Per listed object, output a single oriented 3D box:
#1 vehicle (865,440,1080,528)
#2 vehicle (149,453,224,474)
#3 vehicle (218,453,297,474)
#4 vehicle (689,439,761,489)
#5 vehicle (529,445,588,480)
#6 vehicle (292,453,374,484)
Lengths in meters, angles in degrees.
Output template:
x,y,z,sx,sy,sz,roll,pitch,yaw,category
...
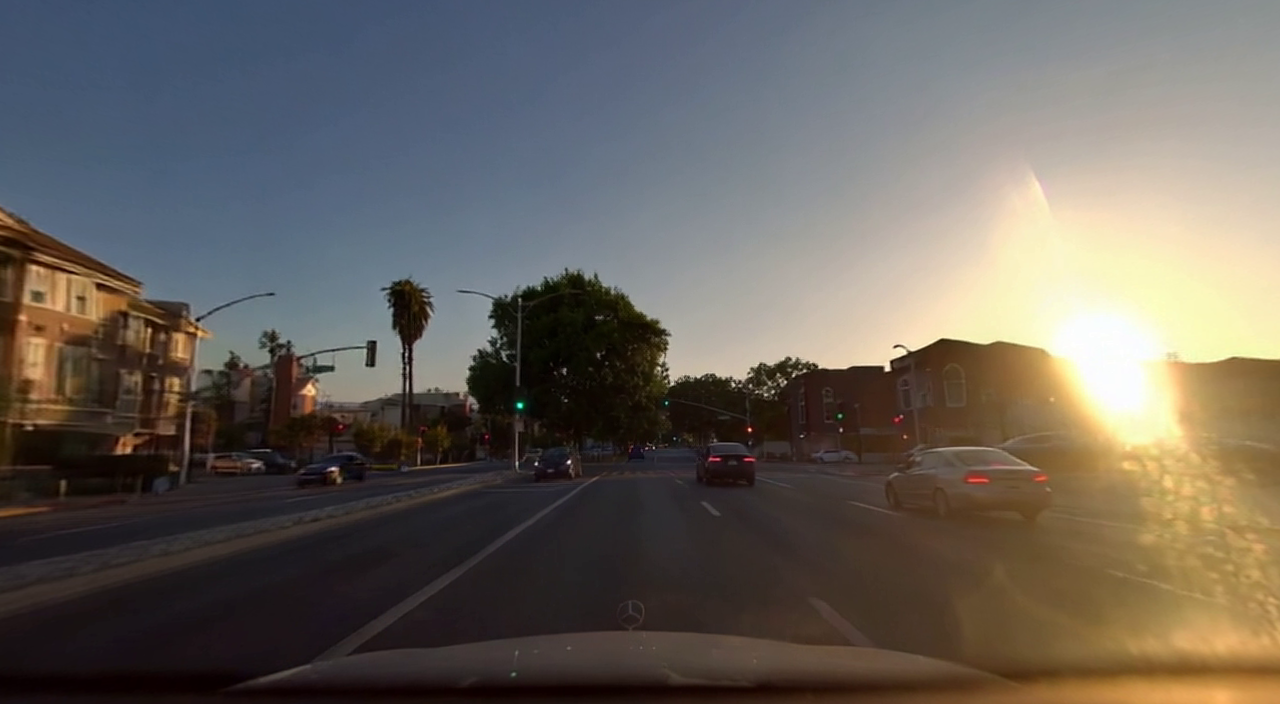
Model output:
x,y,z,sx,sy,sz,roll,pitch,yaw,category
6.482,2.597,13.035,1.890,1.471,4.566,0,-9,-1,vehicle
-34.097,8.376,47.452,4.268,1.476,1.802,0,-9,0,vehicle
-28.650,8.341,47.271,4.579,1.504,1.942,0,-9,-1,vehicle
3.011,4.061,23.183,2.009,1.639,4.267,0,-9,-1,vehicle
-3.715,5.115,29.473,2.037,1.472,4.152,0,-9,3,vehicle
-15.647,5.932,32.400,1.902,1.466,4.463,0,-9,0,vehicle
